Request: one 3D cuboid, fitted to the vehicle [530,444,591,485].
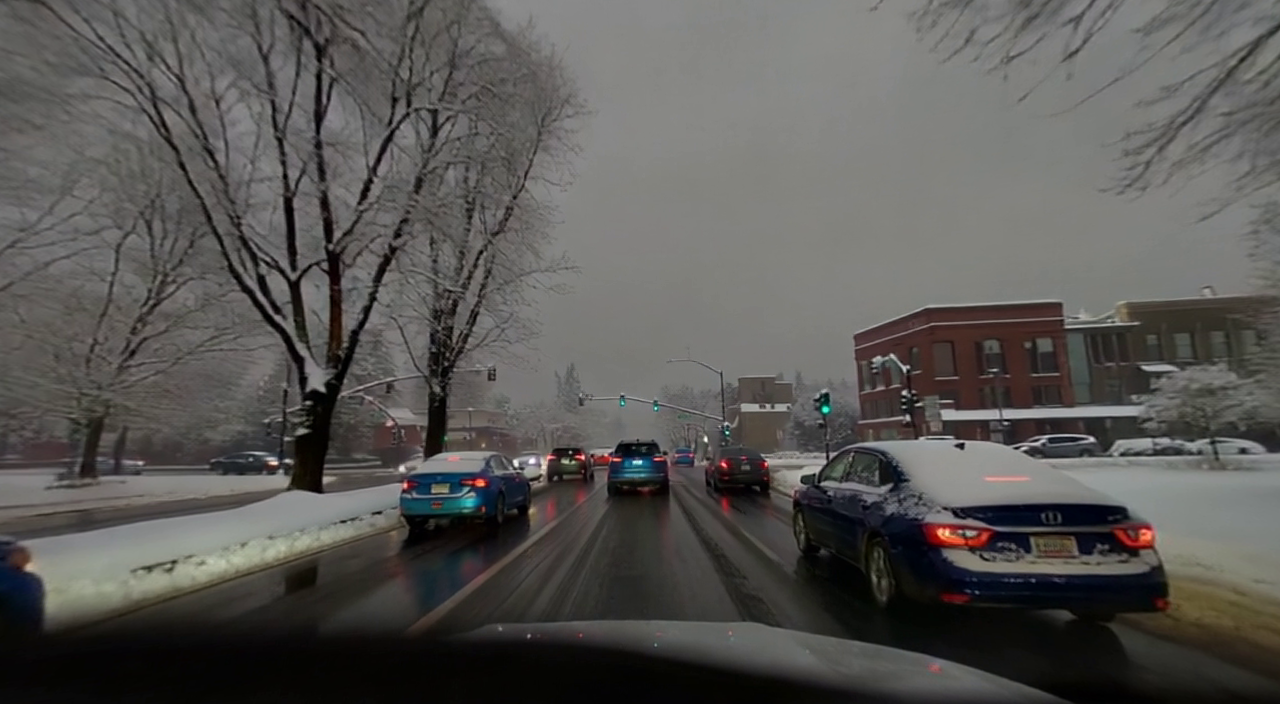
[{"bbox_3d":[-3.464,4.956,28.137,2.130,1.645,3.995,0,-8,1],"label":"vehicle"}]

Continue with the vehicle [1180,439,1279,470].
[{"bbox_3d":[33.423,5.685,35.092,4.534,1.680,2.002,-3,-9,22],"label":"vehicle"}]

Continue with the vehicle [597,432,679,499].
[{"bbox_3d":[-0.055,3.615,20.515,2.361,1.898,4.465,0,-8,0],"label":"vehicle"}]

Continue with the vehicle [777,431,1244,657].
[{"bbox_3d":[2.955,1.611,6.505,2.052,1.475,4.540,0,-8,0],"label":"vehicle"}]

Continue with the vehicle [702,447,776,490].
[{"bbox_3d":[3.600,4.329,23.828,2.058,1.472,4.317,0,-8,-1],"label":"vehicle"}]

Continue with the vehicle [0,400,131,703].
[{"bbox_3d":[-4.112,0.781,1.516,2.173,1.536,4.285,0,-8,0],"label":"vehicle"}]

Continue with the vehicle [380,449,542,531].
[{"bbox_3d":[-3.417,2.696,12.929,2.115,1.369,3.908,0,-8,1],"label":"vehicle"}]

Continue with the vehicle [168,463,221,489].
[{"bbox_3d":[-28.930,8.002,40.847,4.549,1.452,1.921,-8,-12,44],"label":"vehicle"}]

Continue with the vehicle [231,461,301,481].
[{"bbox_3d":[-29.600,9.371,49.888,4.488,1.445,2.098,-2,-9,13],"label":"vehicle"}]
